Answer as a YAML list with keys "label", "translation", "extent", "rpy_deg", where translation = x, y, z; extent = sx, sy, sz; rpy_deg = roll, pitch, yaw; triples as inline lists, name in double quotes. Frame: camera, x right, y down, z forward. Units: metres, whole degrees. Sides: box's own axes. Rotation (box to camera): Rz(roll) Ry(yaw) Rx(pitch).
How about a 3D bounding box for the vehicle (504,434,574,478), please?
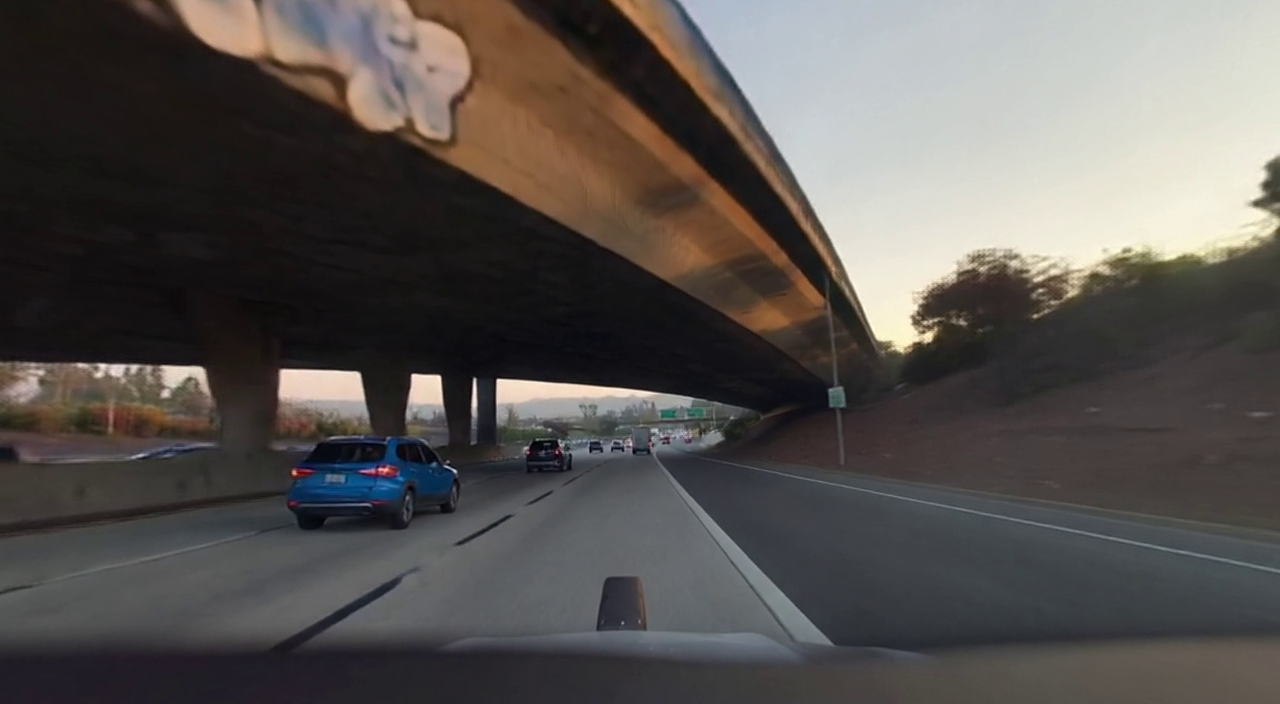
- label: "vehicle"
  translation: [-4.096, 4.316, 26.340]
  extent: [2.154, 1.693, 4.394]
  rpy_deg: [0, -8, 1]

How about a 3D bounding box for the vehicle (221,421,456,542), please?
- label: "vehicle"
  translation: [-4.706, 2.060, 10.607]
  extent: [1.969, 1.633, 3.962]
  rpy_deg: [0, -8, 0]

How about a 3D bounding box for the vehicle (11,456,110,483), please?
- label: "vehicle"
  translation: [-36.567, 7.417, 39.828]
  extent: [1.863, 1.447, 4.651]
  rpy_deg: [0, -8, 0]

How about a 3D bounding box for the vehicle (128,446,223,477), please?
- label: "vehicle"
  translation: [-24.853, 5.850, 33.813]
  extent: [1.809, 1.520, 4.355]
  rpy_deg: [0, -8, 0]
